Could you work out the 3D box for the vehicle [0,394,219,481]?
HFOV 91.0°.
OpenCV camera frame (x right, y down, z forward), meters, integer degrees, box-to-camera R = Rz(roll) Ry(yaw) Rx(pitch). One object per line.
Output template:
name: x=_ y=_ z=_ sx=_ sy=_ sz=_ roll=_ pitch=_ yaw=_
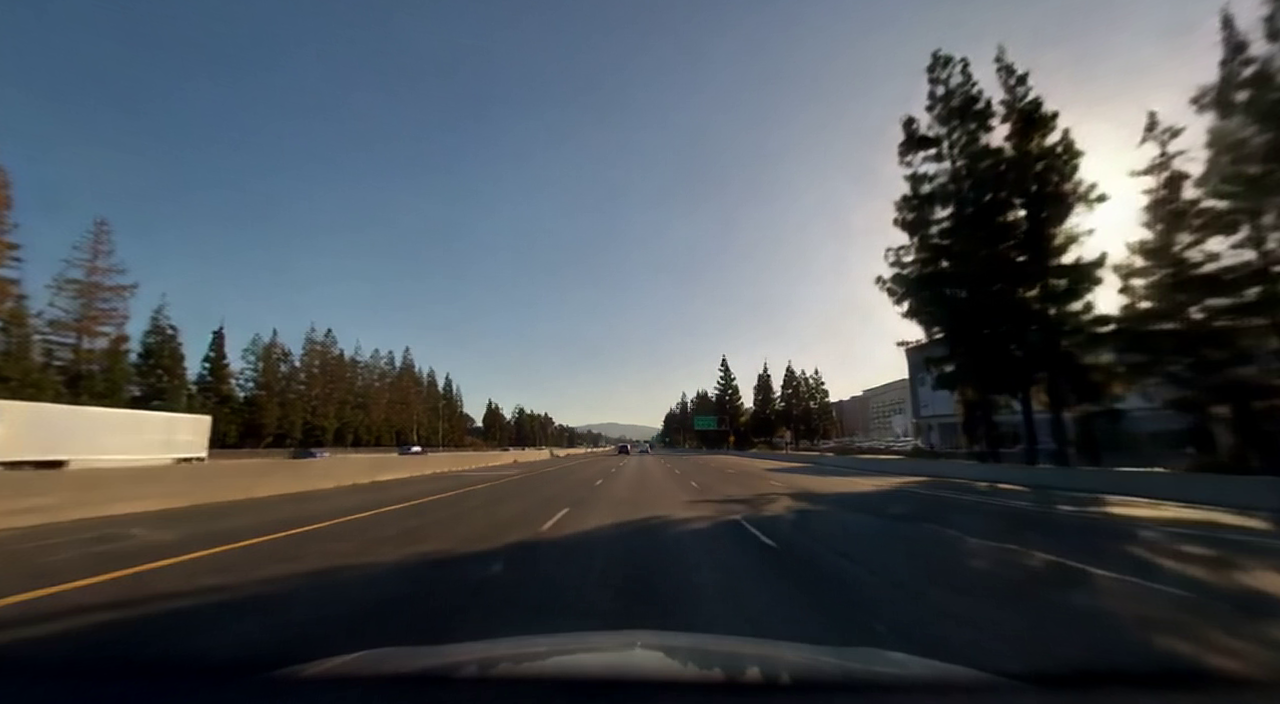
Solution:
vehicle: x=-32.781 y=5.245 z=37.837 sx=2.969 sy=4.231 sz=17.183 roll=0 pitch=-9 yaw=1
